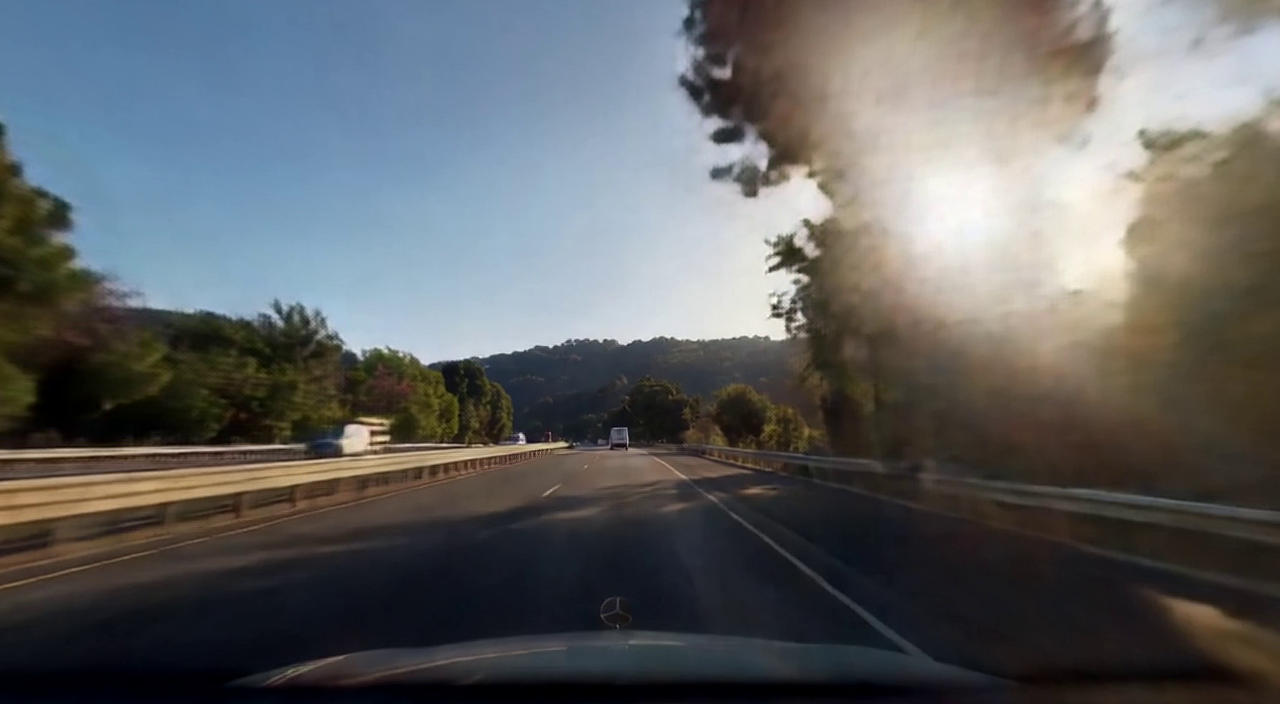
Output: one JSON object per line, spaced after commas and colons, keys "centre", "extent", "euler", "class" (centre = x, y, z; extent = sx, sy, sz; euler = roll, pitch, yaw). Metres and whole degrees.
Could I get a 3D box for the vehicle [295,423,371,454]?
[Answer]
{"centre": [-16.559, 4.725, 34.251], "extent": [1.882, 1.561, 4.536], "euler": [0, -8, -1], "class": "vehicle"}
